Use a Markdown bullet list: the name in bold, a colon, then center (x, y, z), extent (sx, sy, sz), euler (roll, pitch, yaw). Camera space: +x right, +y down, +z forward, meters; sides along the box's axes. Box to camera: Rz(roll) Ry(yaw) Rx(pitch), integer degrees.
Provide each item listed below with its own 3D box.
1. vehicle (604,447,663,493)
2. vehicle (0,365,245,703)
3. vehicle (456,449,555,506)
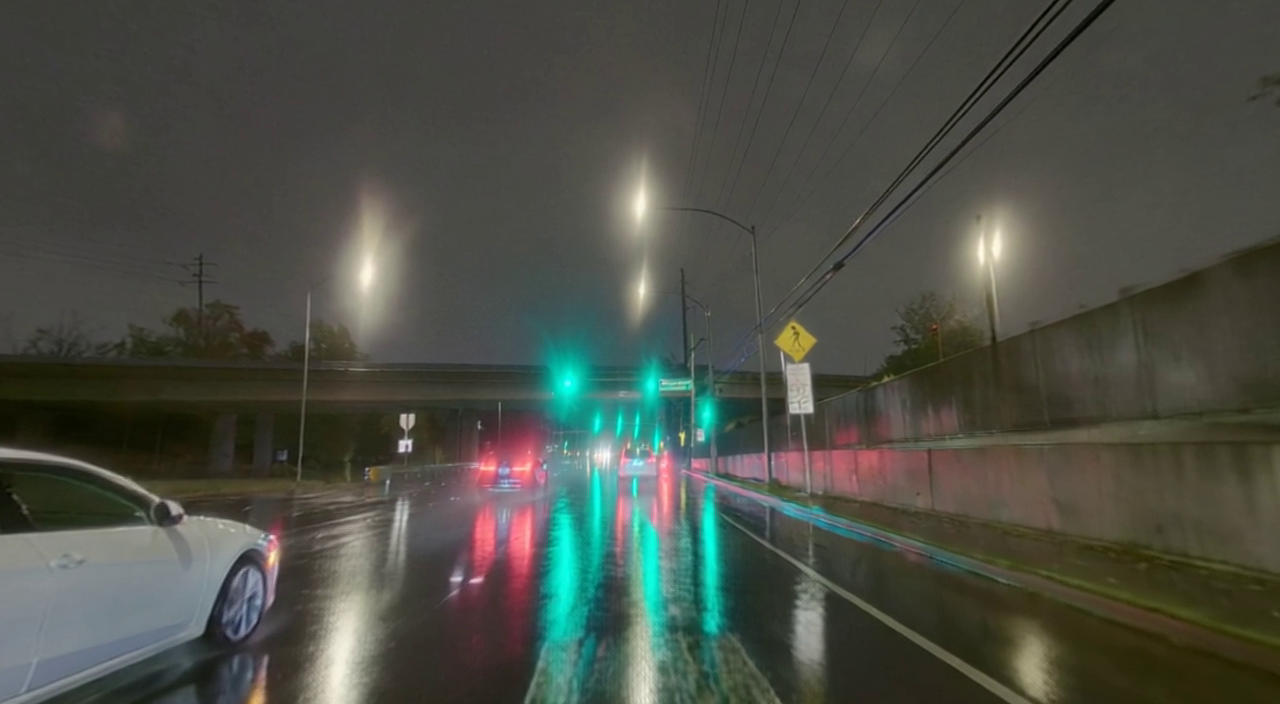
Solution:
- **vehicle**: center (-0.238, 4.339, 23.652), extent (1.985, 1.565, 3.968), euler (0, -8, 0)
- **vehicle**: center (-3.526, 0.800, 1.859), extent (1.925, 1.666, 4.271), euler (0, -8, 0)
- **vehicle**: center (-3.750, 3.557, 18.377), extent (1.946, 1.437, 4.154), euler (0, -8, 0)
